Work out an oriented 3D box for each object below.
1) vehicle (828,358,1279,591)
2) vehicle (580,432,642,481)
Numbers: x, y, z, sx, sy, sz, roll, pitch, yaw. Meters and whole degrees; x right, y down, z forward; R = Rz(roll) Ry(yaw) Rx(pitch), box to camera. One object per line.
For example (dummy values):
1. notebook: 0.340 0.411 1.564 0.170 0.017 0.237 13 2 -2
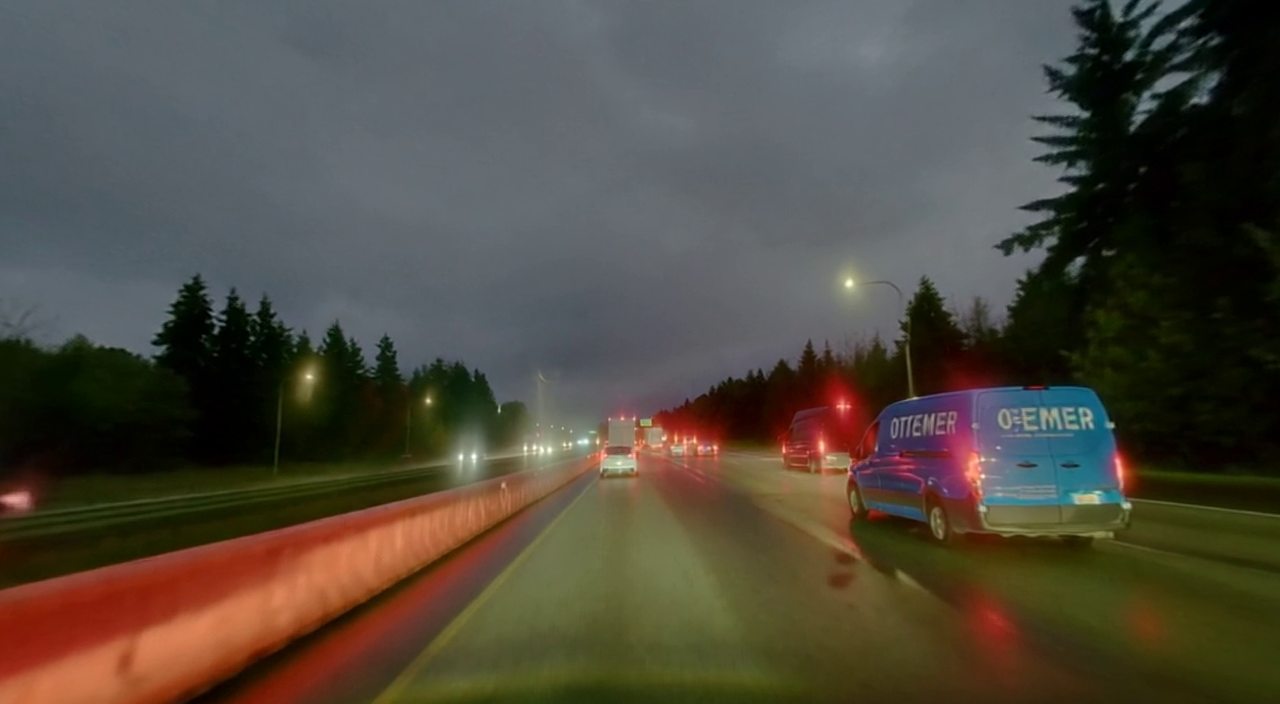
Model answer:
1. vehicle: 4.427 1.412 8.102 2.223 2.008 5.121 0 -8 -2
2. vehicle: -1.046 3.839 23.378 2.100 1.636 3.620 0 -8 -2
